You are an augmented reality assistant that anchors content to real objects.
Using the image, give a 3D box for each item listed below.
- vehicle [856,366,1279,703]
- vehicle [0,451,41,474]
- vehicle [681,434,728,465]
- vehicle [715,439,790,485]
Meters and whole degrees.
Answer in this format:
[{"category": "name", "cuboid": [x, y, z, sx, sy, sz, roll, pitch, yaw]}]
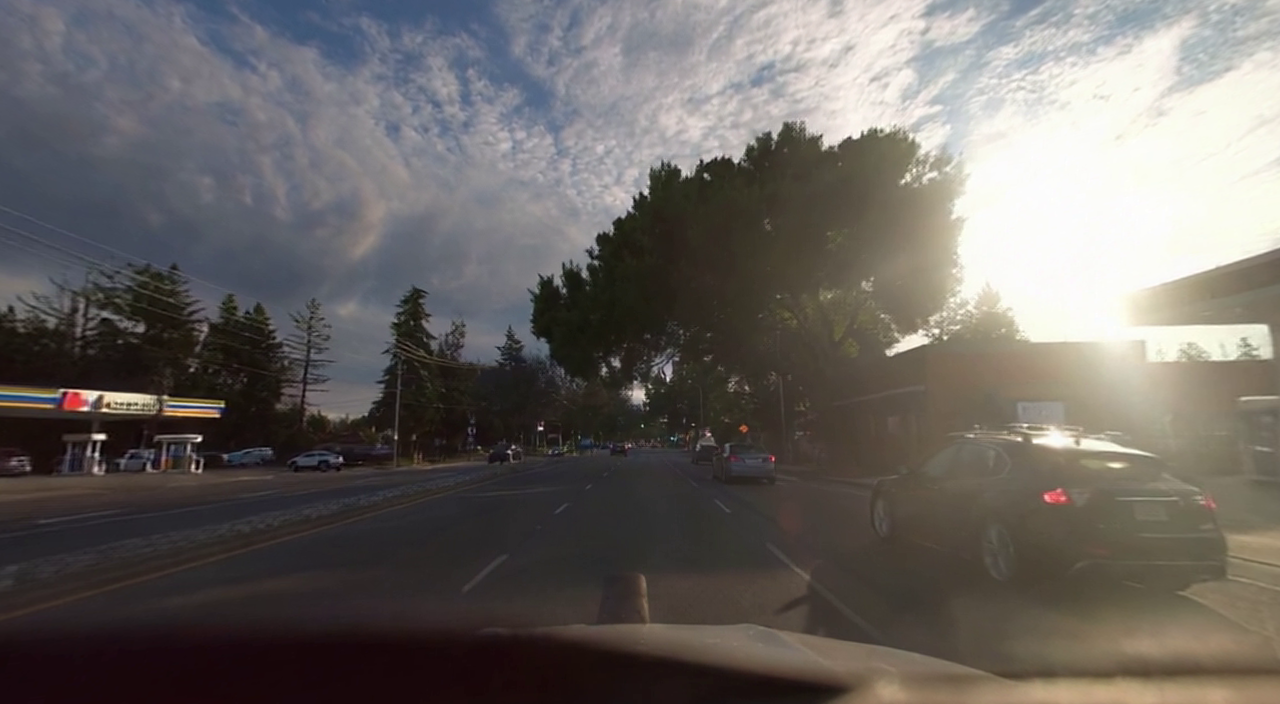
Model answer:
[{"category": "vehicle", "cuboid": [3.620, 1.249, 5.236, 1.875, 1.665, 4.931, 0, -8, 0]}, {"category": "vehicle", "cuboid": [-43.854, 7.622, 43.476, 1.820, 1.459, 4.381, 1, -8, -18]}, {"category": "vehicle", "cuboid": [4.228, 6.542, 42.427, 2.611, 1.983, 5.165, 0, -8, 0]}, {"category": "vehicle", "cuboid": [3.858, 3.845, 22.300, 1.871, 1.442, 4.122, 0, -8, -1]}]
